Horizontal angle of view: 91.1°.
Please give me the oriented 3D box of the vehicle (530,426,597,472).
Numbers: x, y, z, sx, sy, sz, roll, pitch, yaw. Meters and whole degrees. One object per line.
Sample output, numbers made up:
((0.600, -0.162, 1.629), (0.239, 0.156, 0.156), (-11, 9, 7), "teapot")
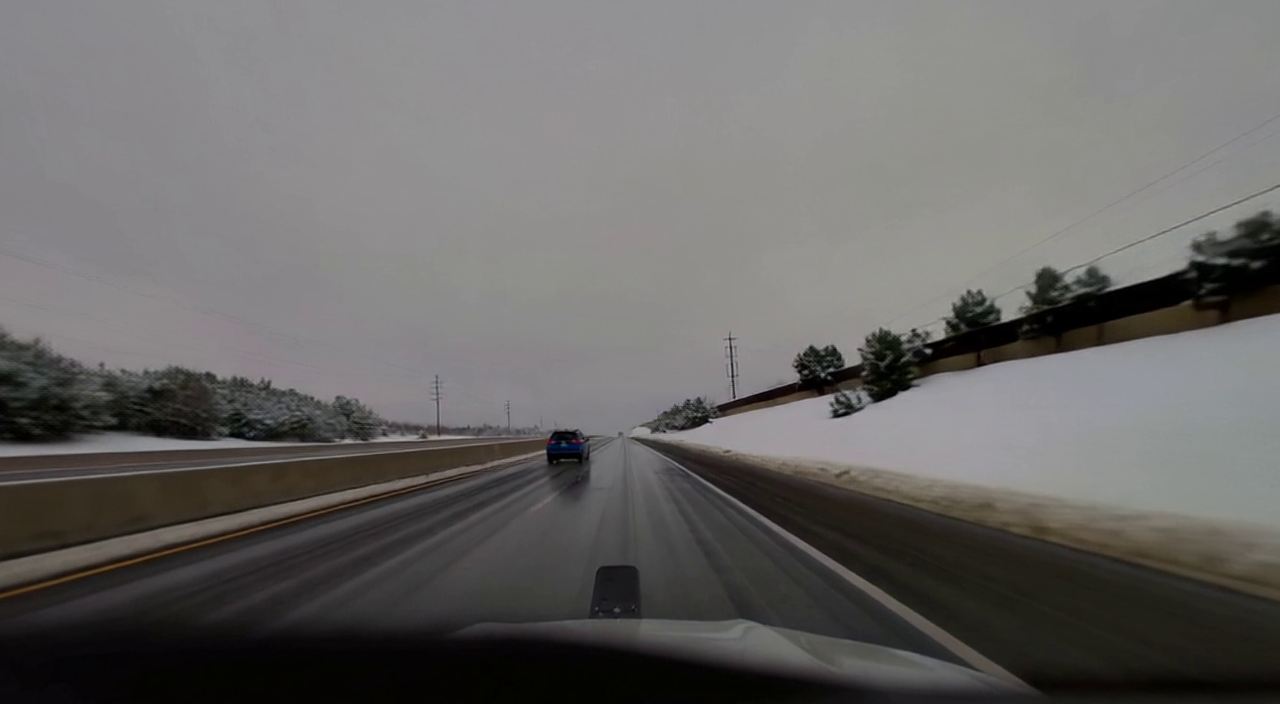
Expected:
((-2.700, 3.530, 23.127), (1.999, 1.536, 3.969), (0, -8, 0), "vehicle")
